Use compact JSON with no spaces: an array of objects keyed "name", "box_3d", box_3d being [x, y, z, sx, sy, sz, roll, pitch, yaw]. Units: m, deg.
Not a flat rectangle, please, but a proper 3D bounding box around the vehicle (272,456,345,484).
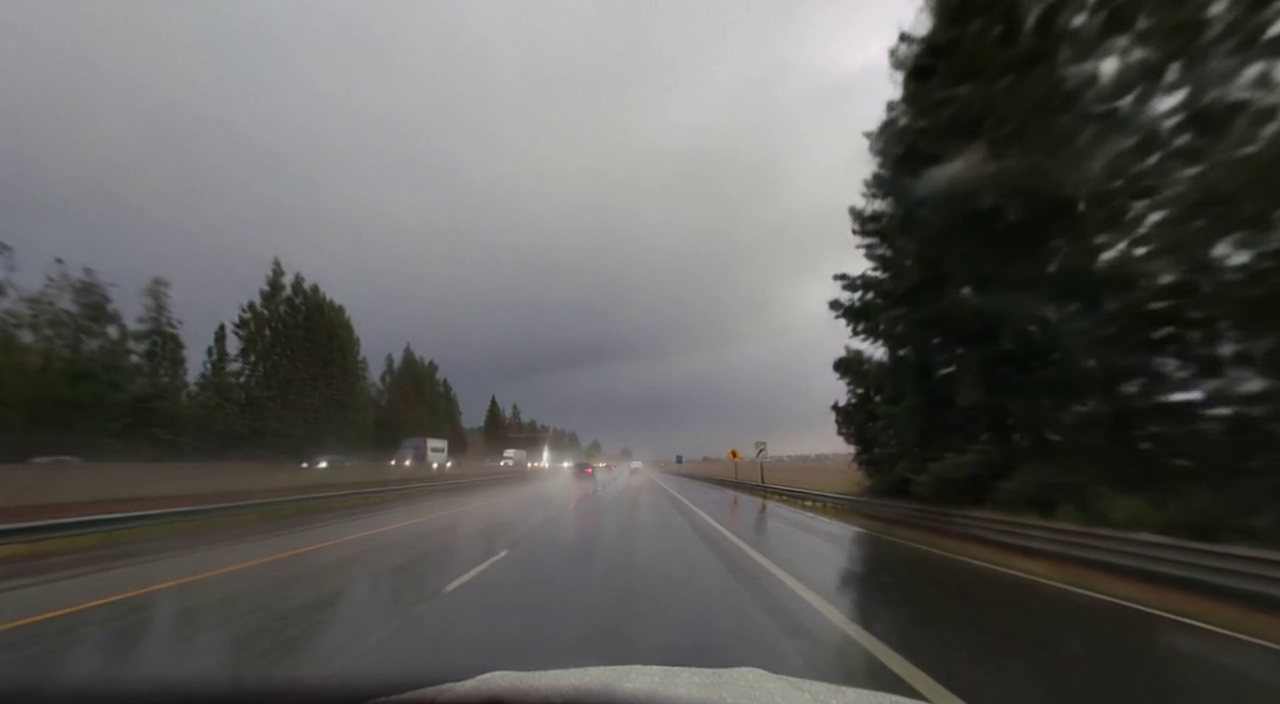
[{"name":"vehicle","box_3d":[-19.127,6.863,36.623,1.906,1.490,4.203,1,-10,0]}]
